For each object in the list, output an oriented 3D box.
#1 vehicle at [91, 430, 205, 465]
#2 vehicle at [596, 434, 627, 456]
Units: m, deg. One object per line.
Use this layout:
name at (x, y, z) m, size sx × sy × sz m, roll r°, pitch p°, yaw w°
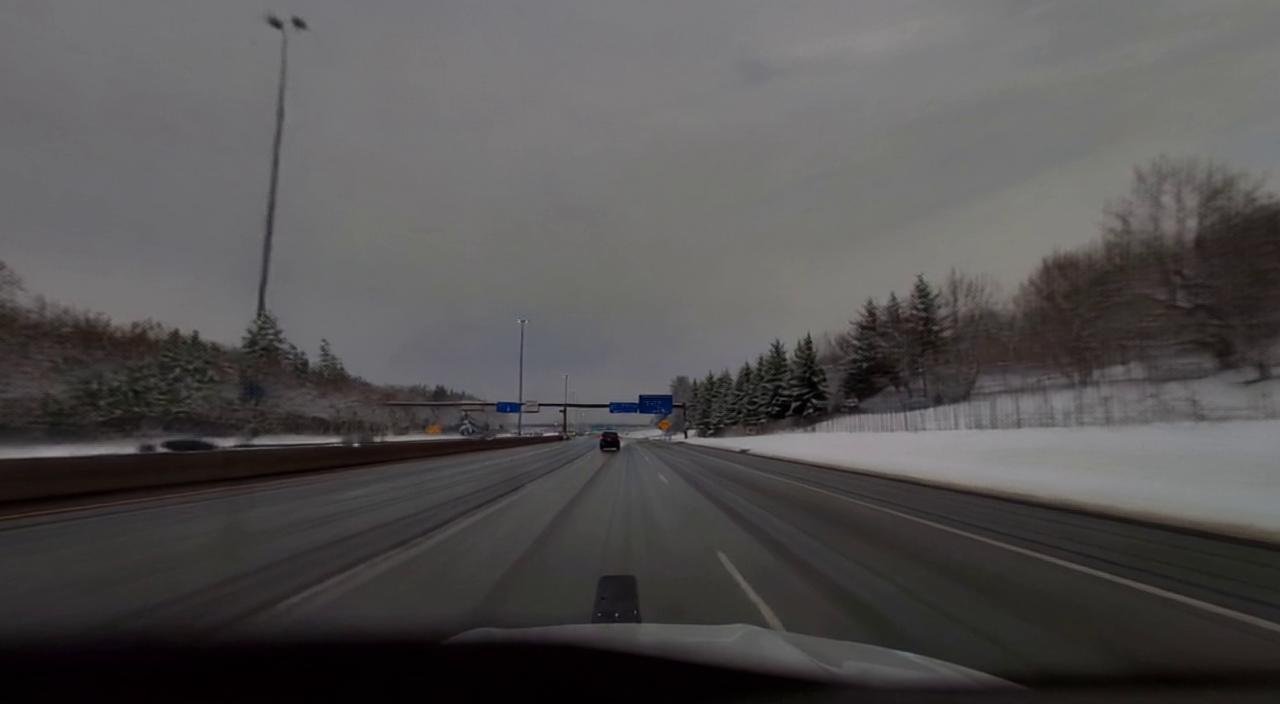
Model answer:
vehicle at (-23.132, 4.493, 29.856) m, size 1.981 × 1.540 × 4.231 m, roll 0°, pitch -8°, yaw -1°
vehicle at (-1.972, 6.478, 44.081) m, size 2.000 × 1.491 × 3.913 m, roll 0°, pitch -8°, yaw -2°
